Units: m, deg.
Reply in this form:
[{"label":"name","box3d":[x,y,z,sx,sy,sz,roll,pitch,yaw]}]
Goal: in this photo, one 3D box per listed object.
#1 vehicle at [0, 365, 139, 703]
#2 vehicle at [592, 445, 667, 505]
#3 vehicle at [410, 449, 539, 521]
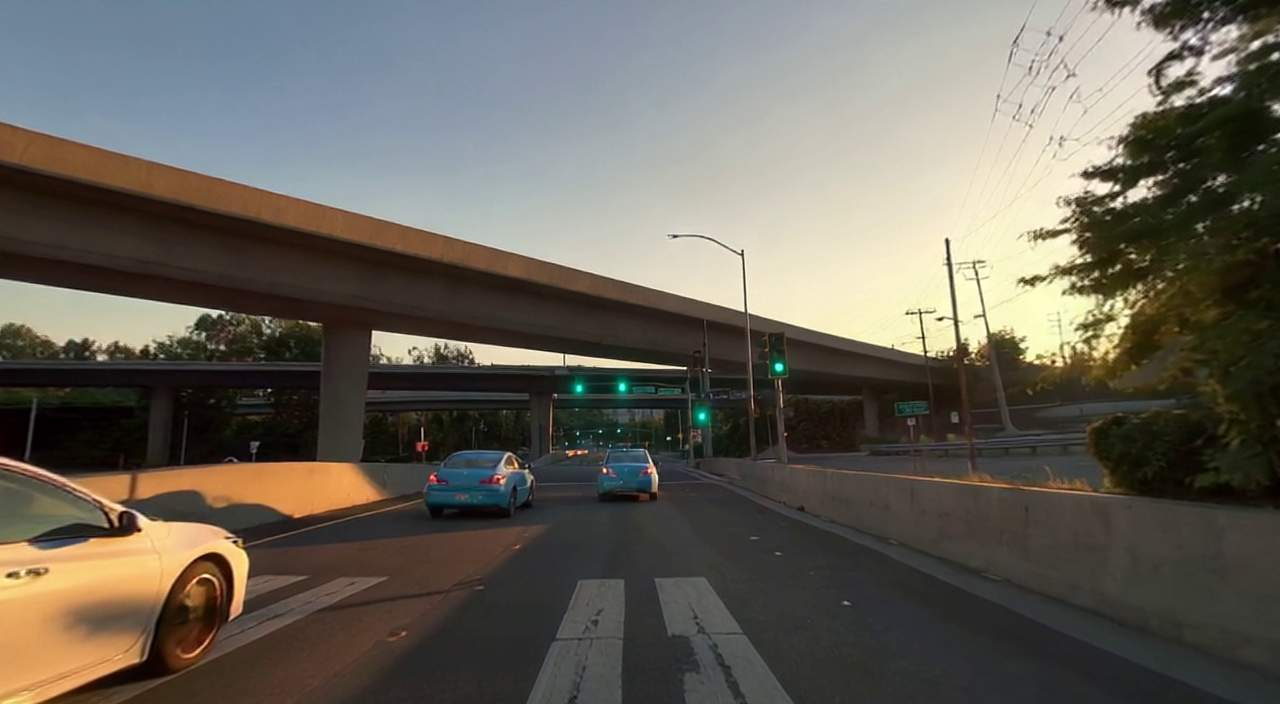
[{"label":"vehicle","box3d":[-3.557,0.673,1.049,1.925,1.666,4.271,0,-8,0]},{"label":"vehicle","box3d":[-0.302,3.575,18.806,1.985,1.565,3.968,0,-8,0]},{"label":"vehicle","box3d":[-3.751,3.065,15.153,1.946,1.437,4.154,0,-8,0]}]
